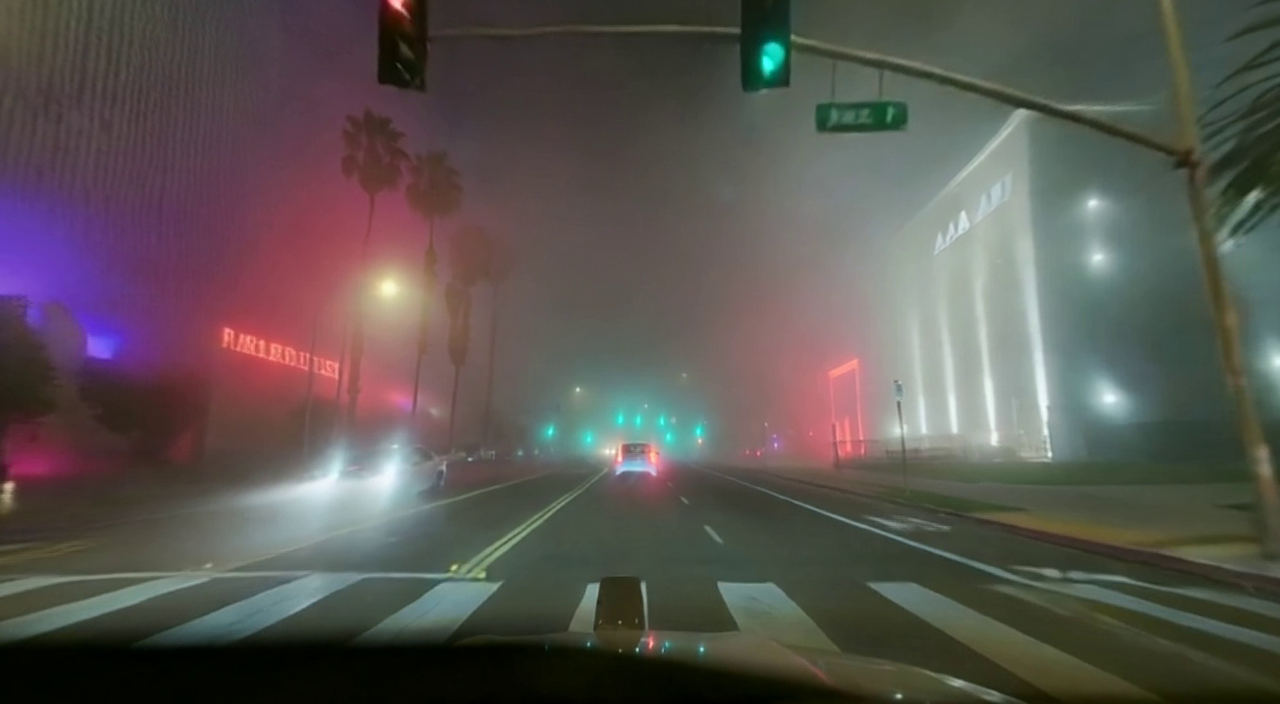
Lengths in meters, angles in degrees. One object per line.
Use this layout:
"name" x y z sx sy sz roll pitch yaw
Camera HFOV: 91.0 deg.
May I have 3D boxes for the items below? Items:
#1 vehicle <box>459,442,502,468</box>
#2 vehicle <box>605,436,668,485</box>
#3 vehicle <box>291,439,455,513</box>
"vehicle" -12.203 7.850 48.424 1.981 1.803 4.835 0 -8 1
"vehicle" -0.130 3.974 23.550 2.145 1.632 3.972 0 -8 0
"vehicle" -6.179 2.865 15.255 1.951 1.476 4.452 0 -8 1
